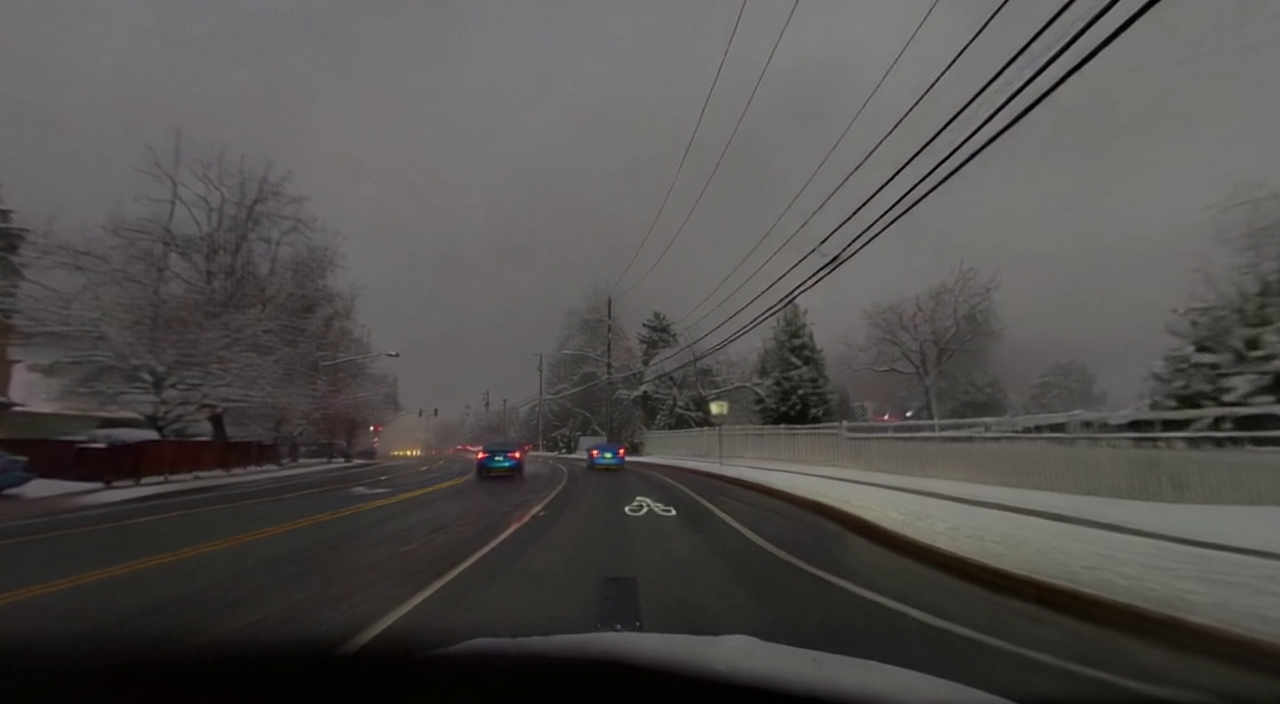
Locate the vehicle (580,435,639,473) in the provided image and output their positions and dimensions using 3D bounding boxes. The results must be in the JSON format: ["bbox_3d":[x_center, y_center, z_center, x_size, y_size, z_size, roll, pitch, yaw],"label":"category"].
[{"bbox_3d":[-1.429,4.461,27.753,2.168,1.504,4.284,1,-9,-8],"label":"vehicle"}]

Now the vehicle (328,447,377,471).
[{"bbox_3d":[-18.587,6.905,41.061,1.944,1.458,4.549,2,-9,-12],"label":"vehicle"}]

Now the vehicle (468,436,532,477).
[{"bbox_3d":[-5.259,3.980,24.260,1.913,1.425,4.235,1,-9,-6],"label":"vehicle"}]
